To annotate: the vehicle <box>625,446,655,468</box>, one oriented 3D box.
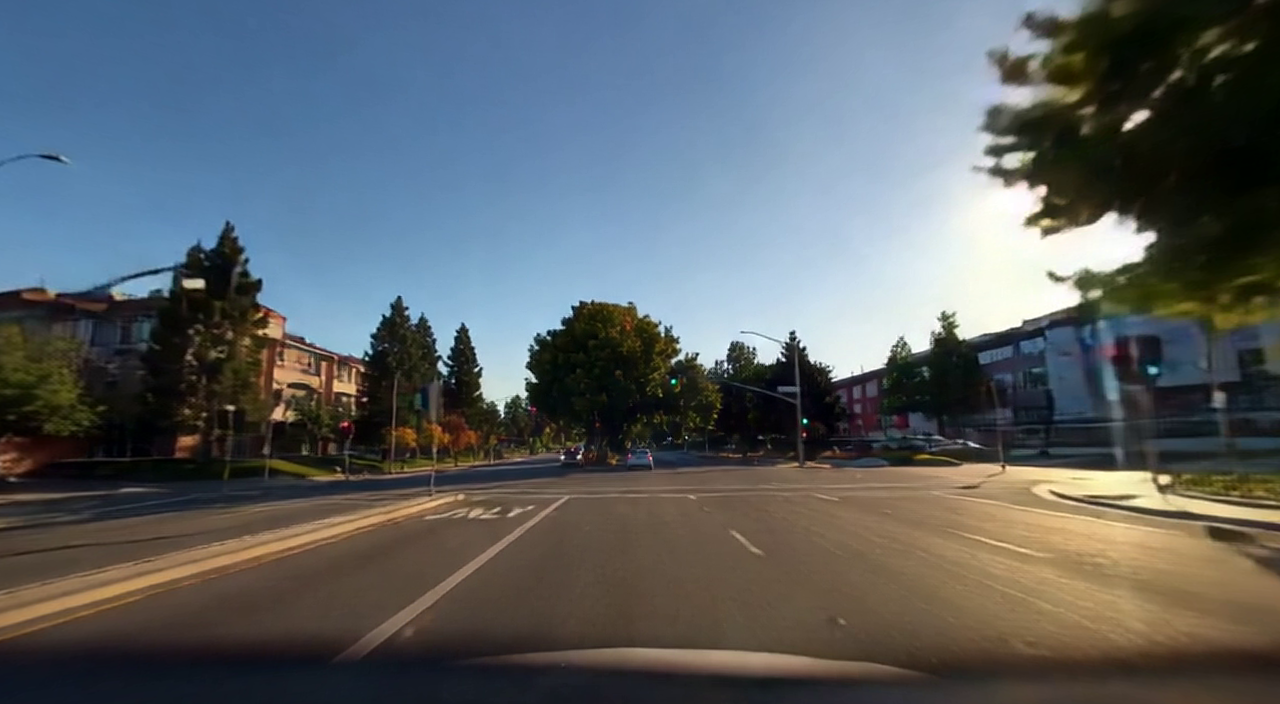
[{"bbox_3d":[-0.016,7.529,45.166,2.064,1.477,3.968,0,-9,0],"label":"vehicle"}]
